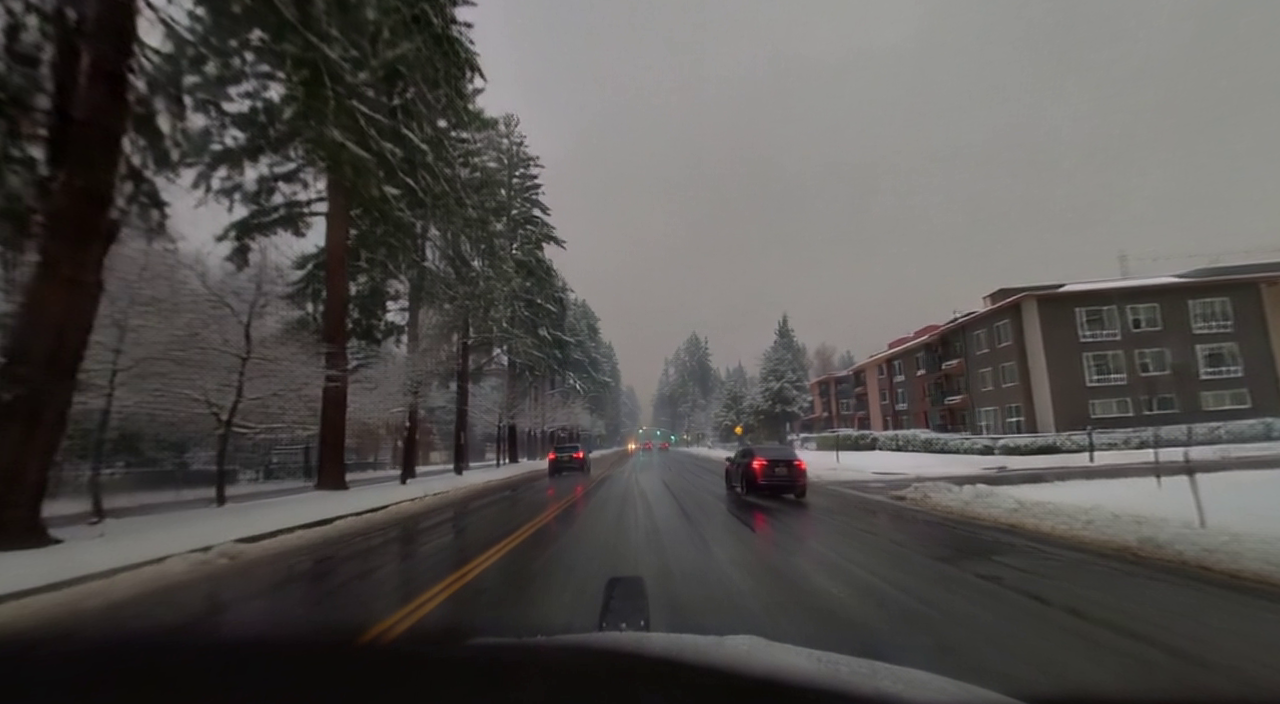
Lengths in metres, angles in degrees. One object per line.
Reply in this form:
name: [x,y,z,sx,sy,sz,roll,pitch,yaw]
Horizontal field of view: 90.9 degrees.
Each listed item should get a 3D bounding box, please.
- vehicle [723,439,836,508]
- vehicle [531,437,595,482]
vehicle: [3.430,3.061,16.389,1.945,1.530,4.320,0,-9,0]
vehicle: [-3.356,4.817,28.418,2.216,1.828,4.886,0,-9,1]
